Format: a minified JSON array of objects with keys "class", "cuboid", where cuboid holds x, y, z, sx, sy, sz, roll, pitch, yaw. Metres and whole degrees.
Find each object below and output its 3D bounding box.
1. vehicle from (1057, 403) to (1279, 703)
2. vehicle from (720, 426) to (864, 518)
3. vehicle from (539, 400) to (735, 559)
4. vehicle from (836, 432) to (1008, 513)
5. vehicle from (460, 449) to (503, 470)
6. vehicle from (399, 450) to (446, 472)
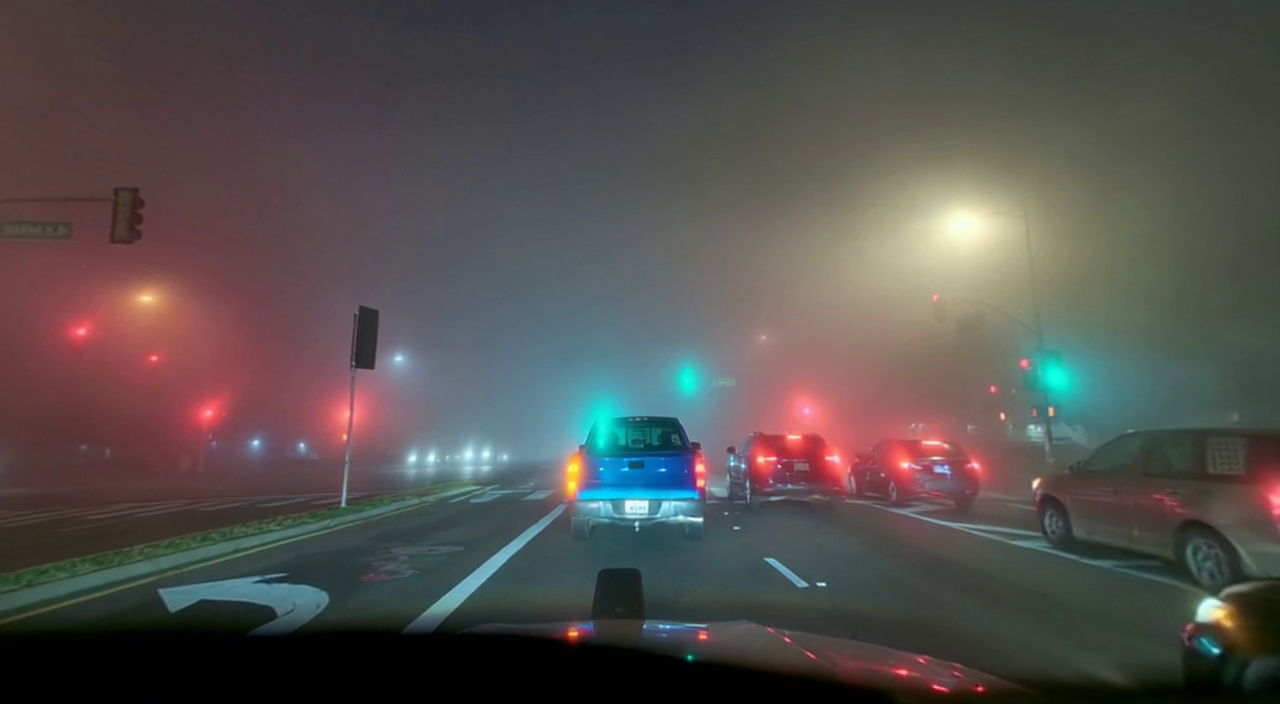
[{"class":"vehicle","cuboid":[3.244,0.749,1.074,2.057,1.463,4.365,0,-8,0]},{"class":"vehicle","cuboid":[3.188,2.620,14.323,2.013,1.742,4.424,0,-8,-2]},{"class":"vehicle","cuboid":[-0.124,1.859,9.922,2.344,1.883,4.572,0,-8,-2]},{"class":"vehicle","cuboid":[6.489,2.799,15.196,2.002,1.651,4.305,0,-8,-2]},{"class":"vehicle","cuboid":[-11.764,7.962,47.078,1.989,1.459,4.667,0,-8,0]},{"class":"vehicle","cuboid":[-15.835,7.932,46.208,1.915,1.491,4.347,0,-8,0]}]
